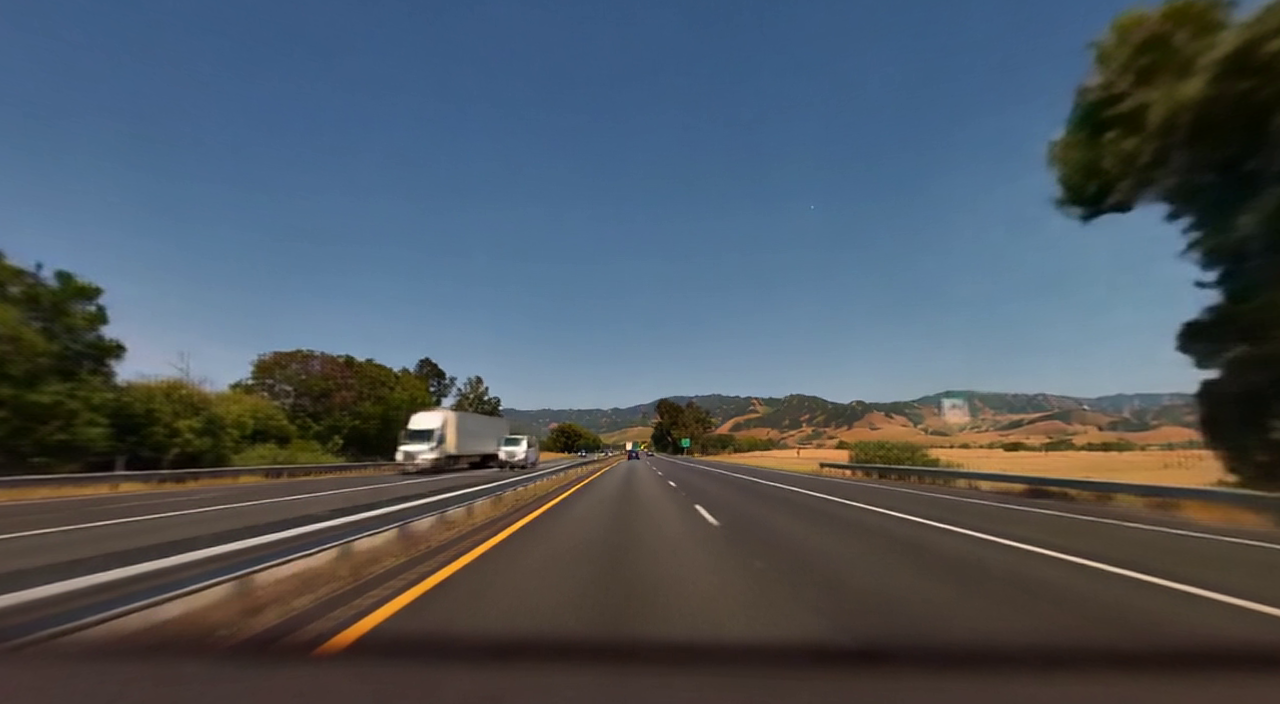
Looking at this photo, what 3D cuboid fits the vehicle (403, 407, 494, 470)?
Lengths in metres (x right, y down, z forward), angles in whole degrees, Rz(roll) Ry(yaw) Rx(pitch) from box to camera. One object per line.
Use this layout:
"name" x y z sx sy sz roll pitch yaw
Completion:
"vehicle" -12.535 5.917 42.520 2.962 3.737 10.070 0 -9 0
